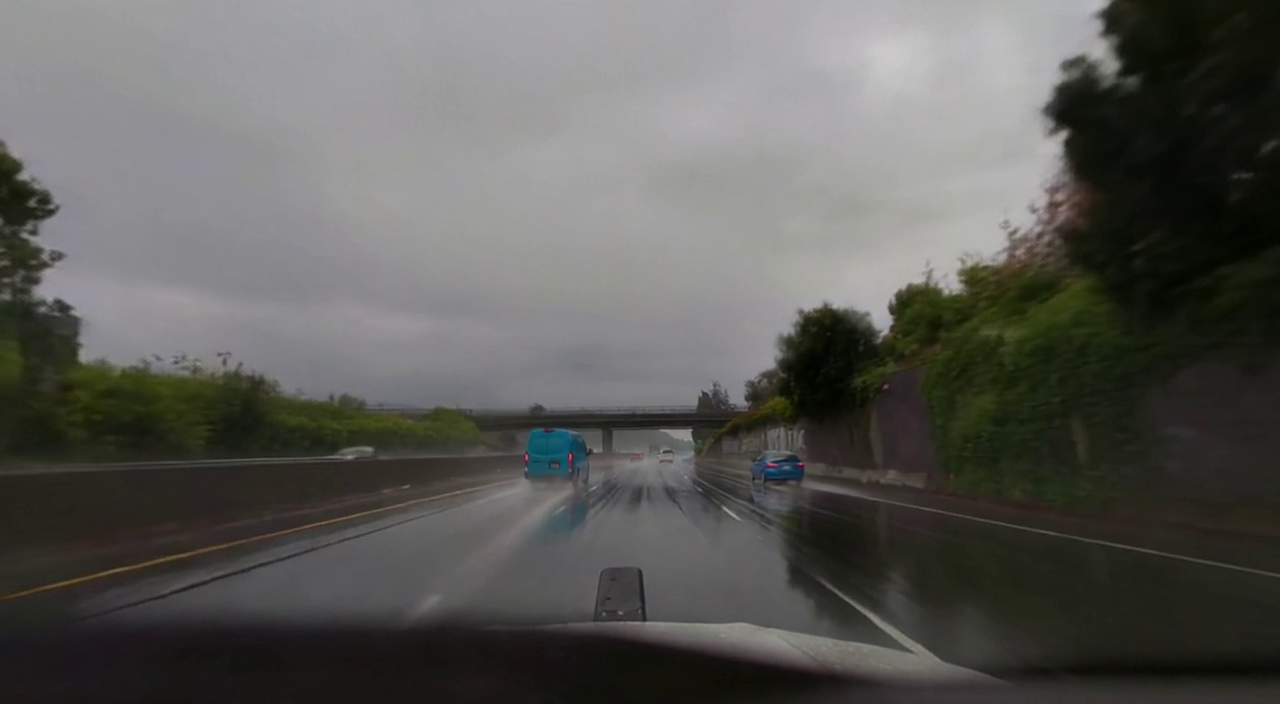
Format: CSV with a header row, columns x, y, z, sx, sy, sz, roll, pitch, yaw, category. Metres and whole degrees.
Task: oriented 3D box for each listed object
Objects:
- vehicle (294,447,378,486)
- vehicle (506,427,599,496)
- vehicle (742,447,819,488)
x,y,z,sx,sy,sz,roll,pitch,yaw,category
-16.609,6.256,34.788,2.134,1.981,4.851,0,-9,1,vehicle
-2.743,3.633,21.260,2.310,2.030,5.094,0,-9,1,vehicle
5.651,4.663,25.926,1.972,1.492,4.623,0,-9,-2,vehicle
